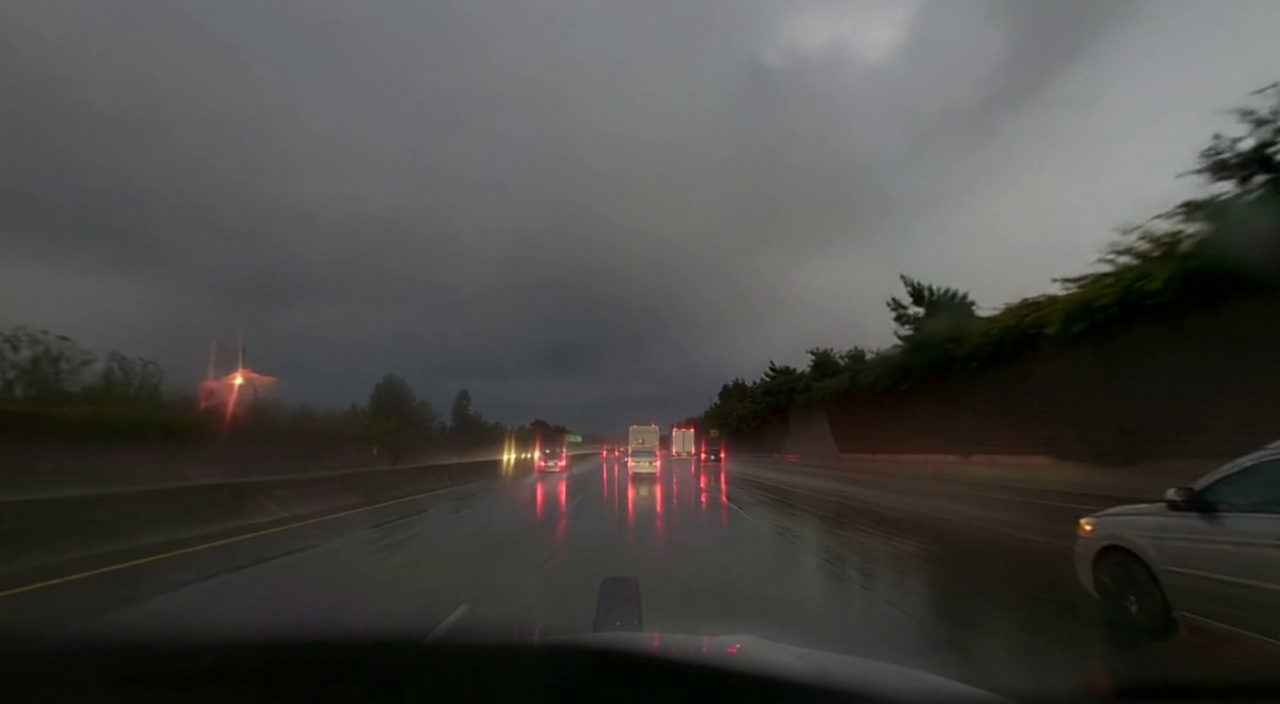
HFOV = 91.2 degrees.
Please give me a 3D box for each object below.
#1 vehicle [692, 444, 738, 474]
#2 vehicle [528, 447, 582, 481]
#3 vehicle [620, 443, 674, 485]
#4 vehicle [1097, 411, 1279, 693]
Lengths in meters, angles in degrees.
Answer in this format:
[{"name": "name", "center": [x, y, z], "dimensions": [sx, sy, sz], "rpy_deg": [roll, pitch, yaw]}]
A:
[{"name": "vehicle", "center": [4.211, 6.105, 35.930], "dimensions": [2.018, 1.639, 4.149], "rpy_deg": [0, -9, -1]}, {"name": "vehicle", "center": [-4.047, 5.423, 30.591], "dimensions": [1.967, 1.473, 4.439], "rpy_deg": [0, -9, 0]}, {"name": "vehicle", "center": [0.266, 4.556, 25.750], "dimensions": [2.015, 1.526, 4.286], "rpy_deg": [0, -9, 0]}, {"name": "vehicle", "center": [4.493, 0.946, 2.566], "dimensions": [2.059, 1.506, 4.106], "rpy_deg": [0, -9, -1]}]
